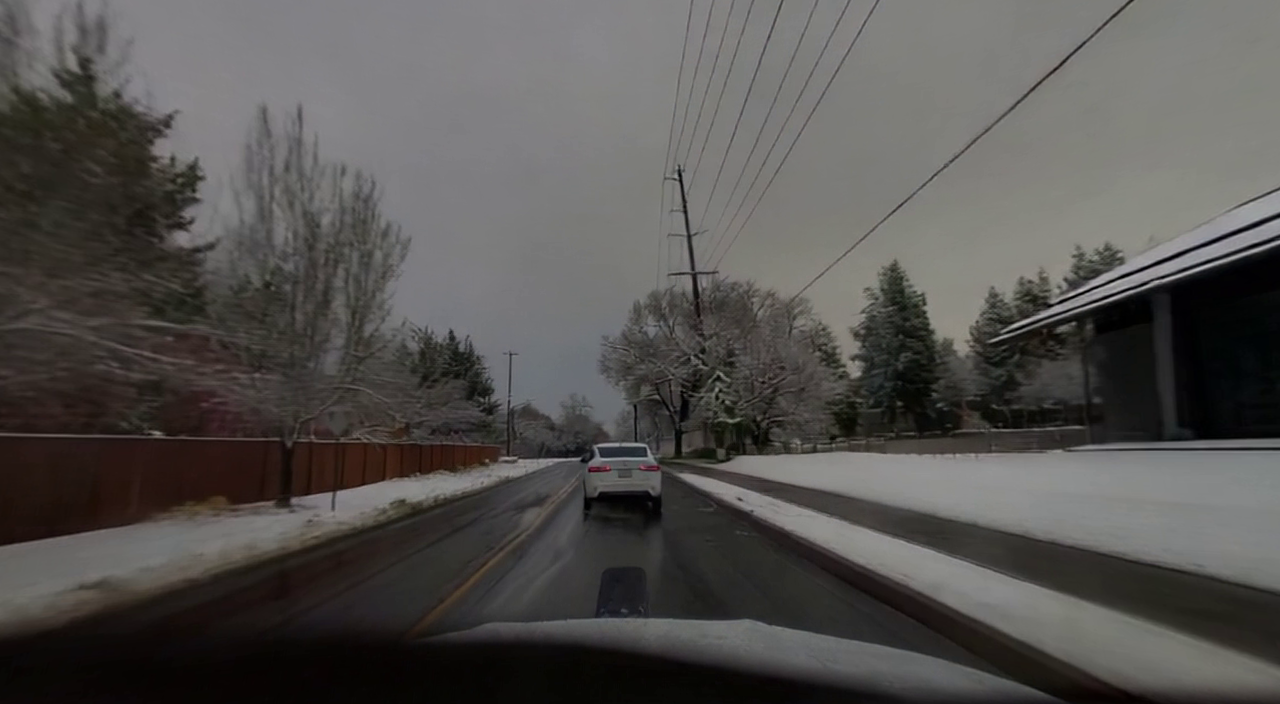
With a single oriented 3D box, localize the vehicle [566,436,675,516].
[{"bbox_3d":[-0.446,2.624,13.929,2.060,1.487,3.920,0,-8,-2],"label":"vehicle"}]
